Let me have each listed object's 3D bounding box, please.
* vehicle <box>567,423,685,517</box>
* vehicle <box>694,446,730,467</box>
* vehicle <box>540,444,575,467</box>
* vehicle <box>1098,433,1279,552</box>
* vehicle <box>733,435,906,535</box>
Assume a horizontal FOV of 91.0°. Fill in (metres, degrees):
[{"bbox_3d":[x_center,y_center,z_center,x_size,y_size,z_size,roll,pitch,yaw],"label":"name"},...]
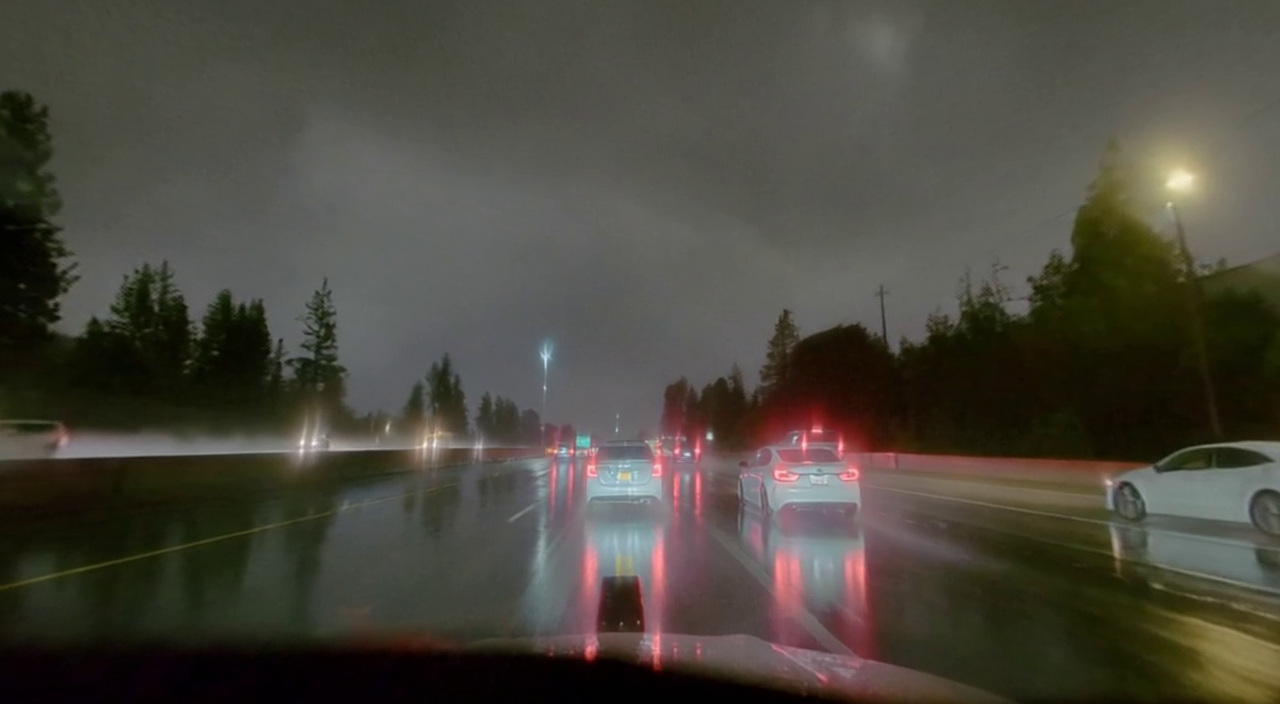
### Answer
[{"bbox_3d":[-0.287,2.494,13.715,2.181,1.728,3.970,1,-9,-1],"label":"vehicle"},{"bbox_3d":[5.401,7.876,47.689,1.972,1.521,4.498,1,-9,-4],"label":"vehicle"},{"bbox_3d":[-5.730,7.255,44.422,2.023,1.497,4.526,1,-9,-2],"label":"vehicle"},{"bbox_3d":[9.949,2.103,9.658,2.106,1.641,4.671,1,-9,-4],"label":"vehicle"},{"bbox_3d":[3.129,2.412,12.036,1.975,1.532,4.227,1,-9,-1],"label":"vehicle"}]
